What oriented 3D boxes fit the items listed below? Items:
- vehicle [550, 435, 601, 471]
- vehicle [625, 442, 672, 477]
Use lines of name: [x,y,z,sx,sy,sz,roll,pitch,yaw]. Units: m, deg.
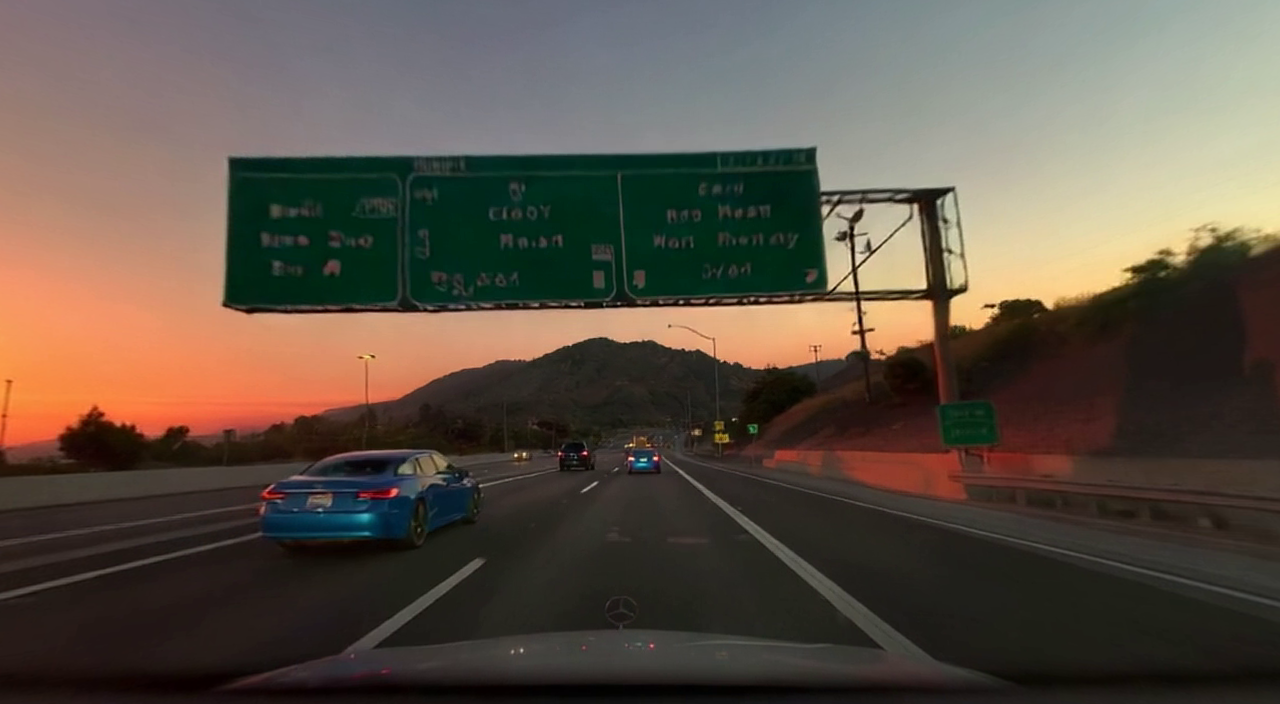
vehicle: [-3.586,5.767,36.081,2.264,1.901,4.647,0,-9,2]
vehicle: [0.426,5.160,30.523,2.086,1.548,4.325,0,-9,1]
